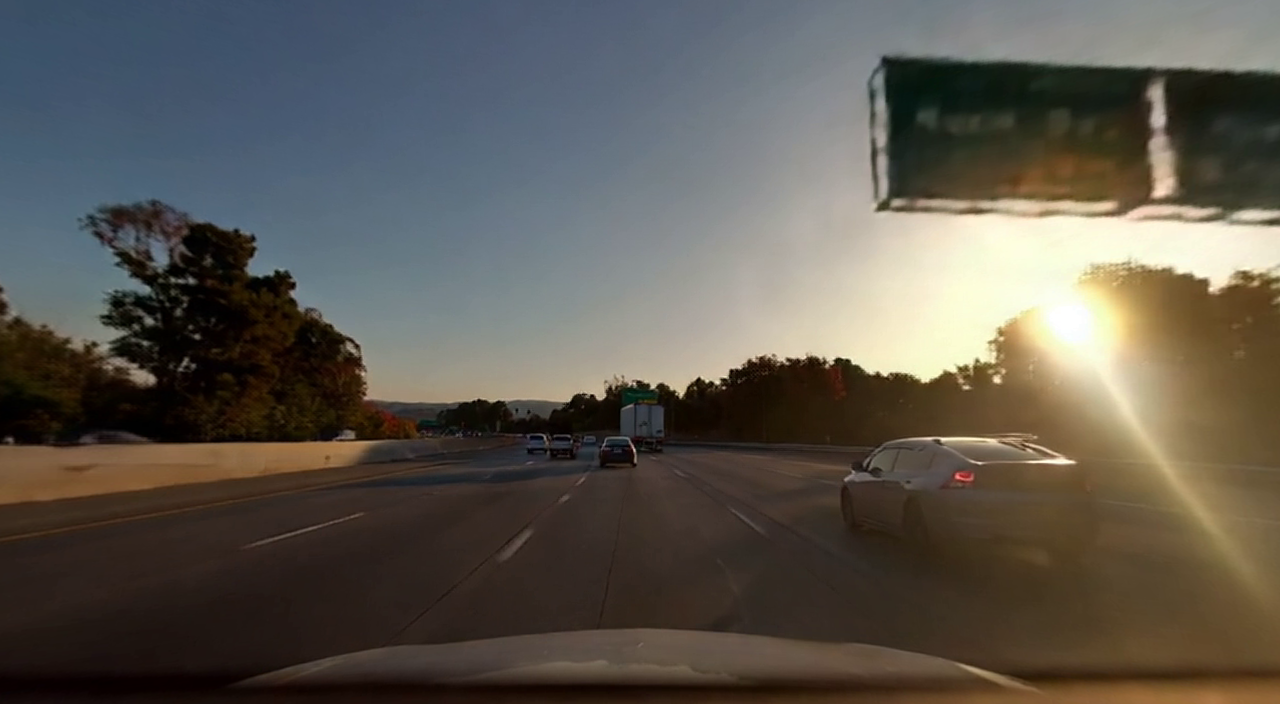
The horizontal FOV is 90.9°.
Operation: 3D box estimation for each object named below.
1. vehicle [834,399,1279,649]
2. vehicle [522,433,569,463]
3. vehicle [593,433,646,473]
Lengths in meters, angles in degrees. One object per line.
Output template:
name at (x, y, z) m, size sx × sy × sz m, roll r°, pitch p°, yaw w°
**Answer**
vehicle at (3.517, 1.347, 5.972) m, size 1.971 × 1.472 × 4.301 m, roll 0°, pitch -9°, yaw 0°
vehicle at (-5.107, 5.271, 34.675) m, size 2.072 × 1.512 × 4.043 m, roll 0°, pitch -9°, yaw -2°
vehicle at (-0.837, 4.135, 26.020) m, size 2.020 × 1.516 × 3.951 m, roll 0°, pitch -9°, yaw -2°
